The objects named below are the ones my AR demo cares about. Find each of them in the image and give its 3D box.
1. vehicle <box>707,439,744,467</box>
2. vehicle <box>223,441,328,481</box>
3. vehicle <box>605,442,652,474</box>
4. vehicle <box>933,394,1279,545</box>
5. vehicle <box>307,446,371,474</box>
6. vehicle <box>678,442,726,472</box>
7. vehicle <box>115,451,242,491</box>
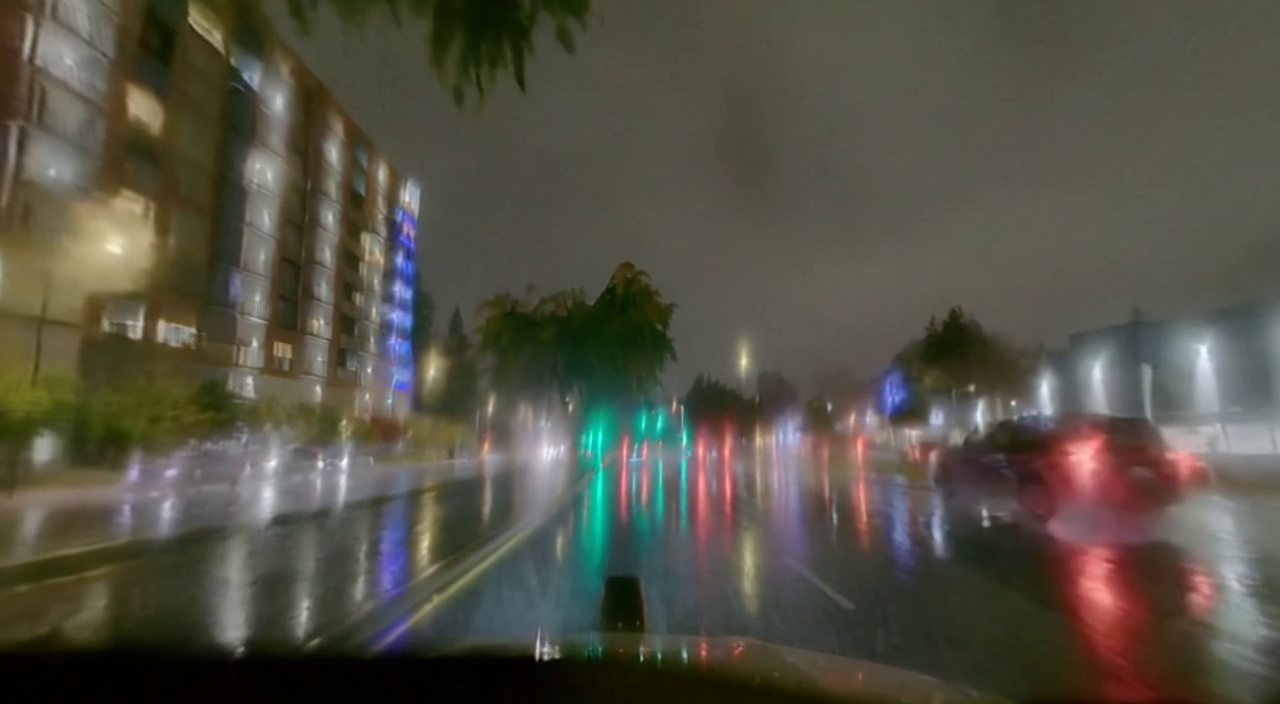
[{"bbox_3d":[6.437,7.686,48.297,2.052,1.990,4.736,0,-8,-2],"label":"vehicle"},{"bbox_3d":[-19.336,5.775,33.890,2.241,1.891,5.637,0,-8,0],"label":"vehicle"},{"bbox_3d":[-0.572,5.061,30.439,2.101,1.444,4.248,0,-8,-1],"label":"vehicle"},{"bbox_3d":[10.261,2.609,14.930,3.082,2.655,7.381,0,-8,0],"label":"vehicle"},{"bbox_3d":[-19.528,7.027,41.221,2.019,1.687,4.484,0,-8,-2],"label":"vehicle"},{"bbox_3d":[3.238,5.614,33.910,1.993,1.477,4.240,0,-8,-3],"label":"vehicle"},{"bbox_3d":[-19.425,4.981,26.915,1.874,1.483,4.742,0,-8,0],"label":"vehicle"}]
